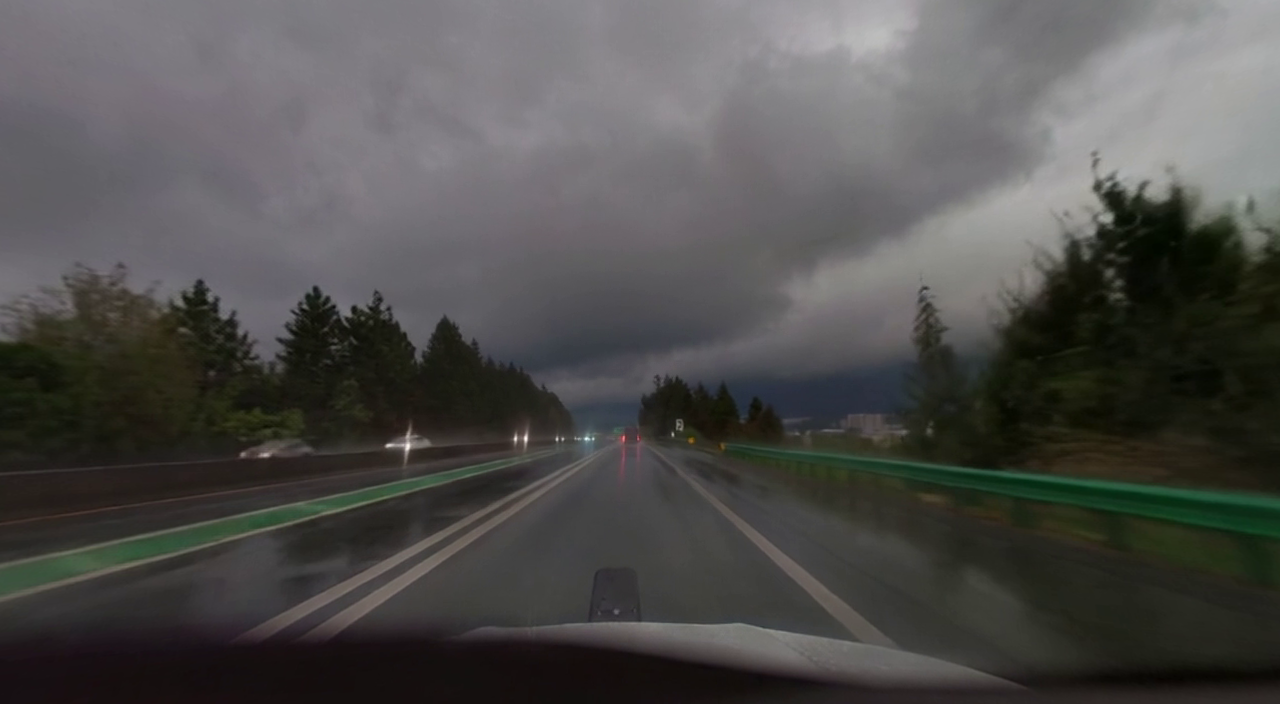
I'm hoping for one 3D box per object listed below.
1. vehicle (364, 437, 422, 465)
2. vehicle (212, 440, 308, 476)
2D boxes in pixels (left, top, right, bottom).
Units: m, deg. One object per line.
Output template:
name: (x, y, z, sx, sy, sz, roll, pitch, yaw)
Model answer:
vehicle: (-13.608, 5.435, 34.925, 1.792, 1.428, 3.550, 0, -7, -1)
vehicle: (-17.406, 4.848, 29.145, 1.837, 1.446, 4.254, 0, -7, -1)
